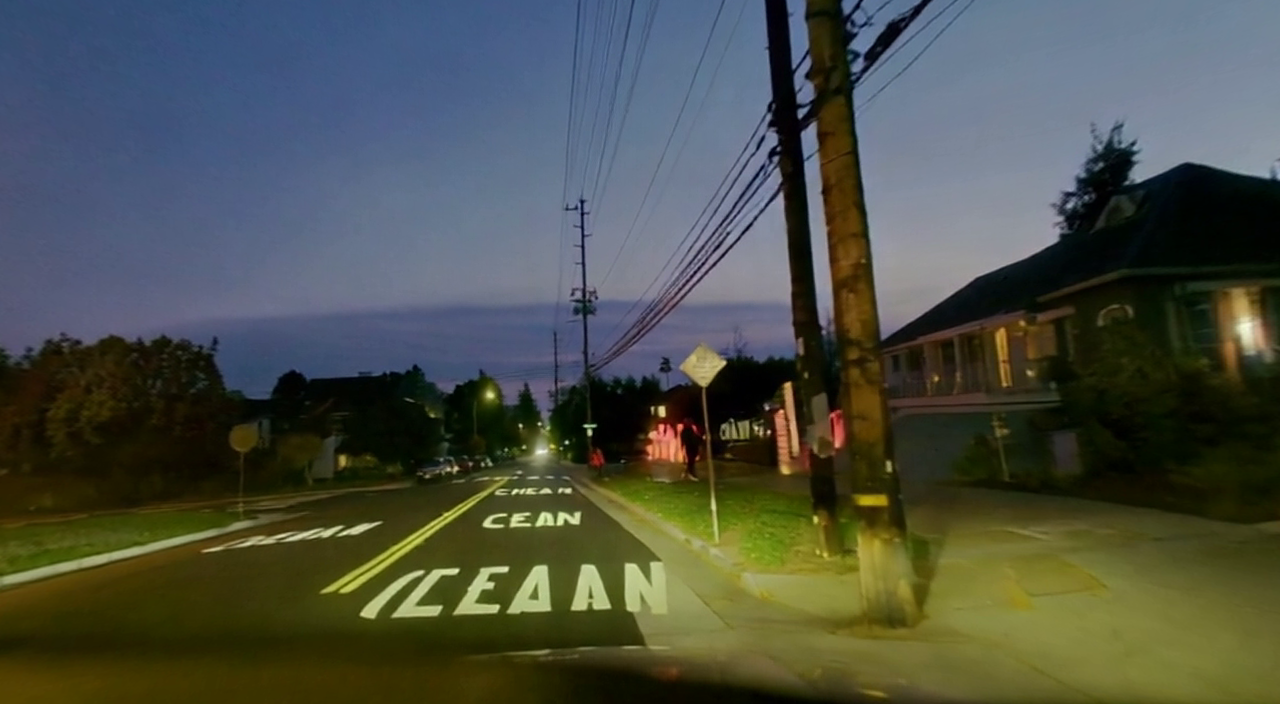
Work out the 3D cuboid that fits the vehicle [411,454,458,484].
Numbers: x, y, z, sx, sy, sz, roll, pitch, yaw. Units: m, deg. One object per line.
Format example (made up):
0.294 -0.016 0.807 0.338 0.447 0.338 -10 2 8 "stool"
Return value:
-13.635 7.780 42.211 2.203 1.787 4.704 1 -9 -8 "vehicle"
